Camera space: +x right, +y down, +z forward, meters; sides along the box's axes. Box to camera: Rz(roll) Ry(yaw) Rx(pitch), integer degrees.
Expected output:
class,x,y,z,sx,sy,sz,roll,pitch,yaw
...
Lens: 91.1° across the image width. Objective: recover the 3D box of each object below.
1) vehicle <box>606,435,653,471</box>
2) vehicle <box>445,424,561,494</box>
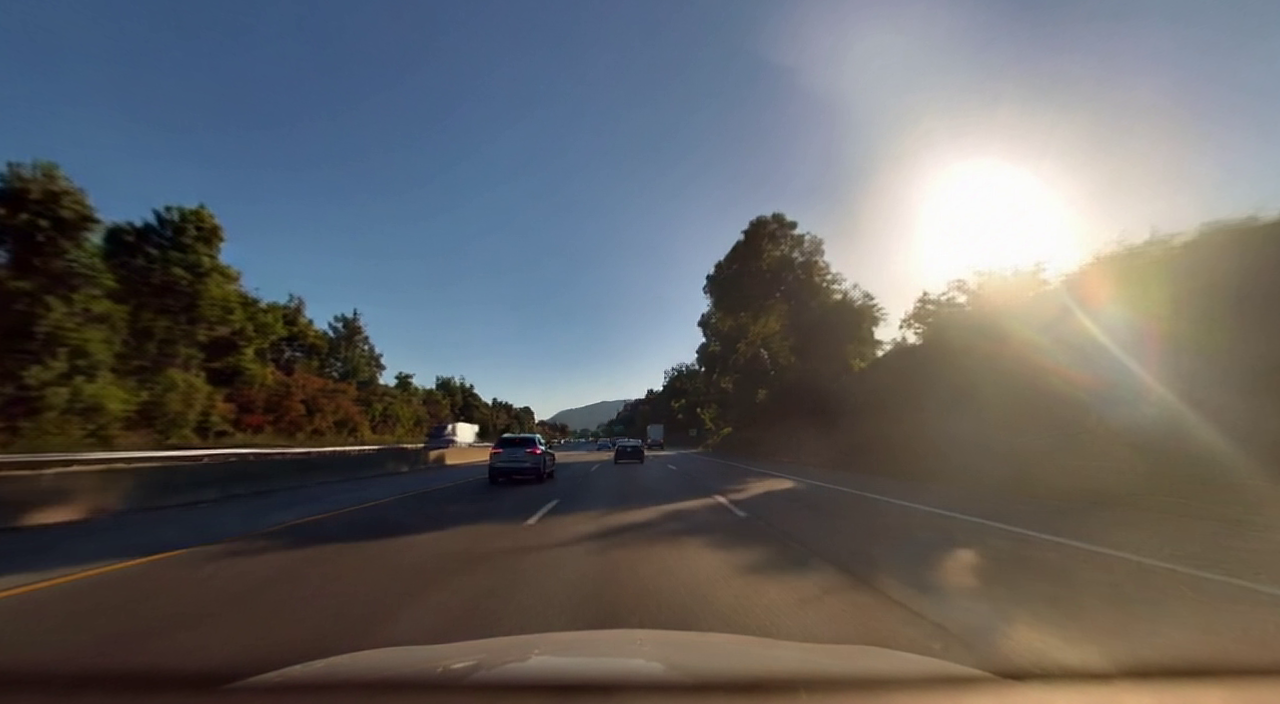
class,x,y,z,sx,sy,sz,roll,pitch,yaw
vehicle,-0.480,4.772,29.850,2.048,1.563,4.087,0,-8,-1
vehicle,-3.710,2.988,17.979,2.264,1.699,4.648,0,-8,0
